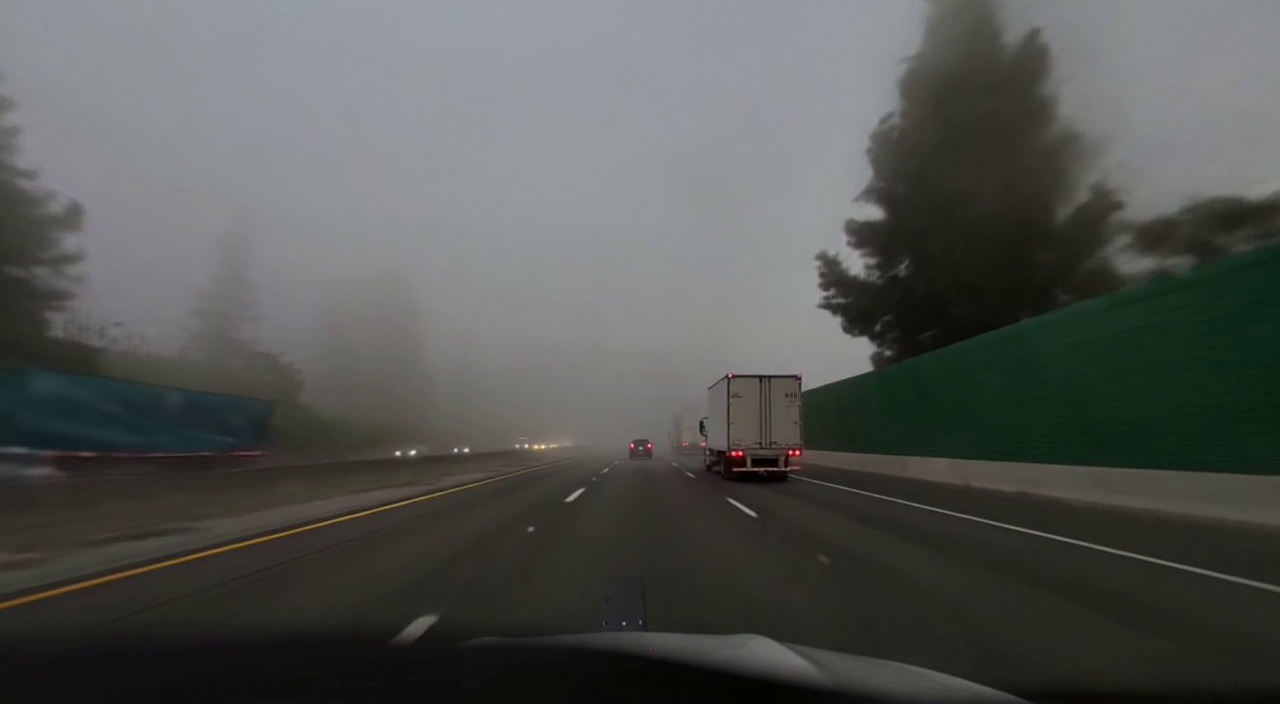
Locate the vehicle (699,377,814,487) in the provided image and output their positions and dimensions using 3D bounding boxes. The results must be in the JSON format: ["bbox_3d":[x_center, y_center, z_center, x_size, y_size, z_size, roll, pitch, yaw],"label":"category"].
[{"bbox_3d":[4.002,3.067,23.762,2.742,3.383,8.285,0,-8,0],"label":"vehicle"}]

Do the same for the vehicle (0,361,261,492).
[{"bbox_3d":[-20.944,3.128,25.126,2.886,3.964,13.895,0,-8,0],"label":"vehicle"}]

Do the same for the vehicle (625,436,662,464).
[{"bbox_3d":[0.218,6.647,42.817,2.389,1.760,4.473,0,-8,1],"label":"vehicle"}]
